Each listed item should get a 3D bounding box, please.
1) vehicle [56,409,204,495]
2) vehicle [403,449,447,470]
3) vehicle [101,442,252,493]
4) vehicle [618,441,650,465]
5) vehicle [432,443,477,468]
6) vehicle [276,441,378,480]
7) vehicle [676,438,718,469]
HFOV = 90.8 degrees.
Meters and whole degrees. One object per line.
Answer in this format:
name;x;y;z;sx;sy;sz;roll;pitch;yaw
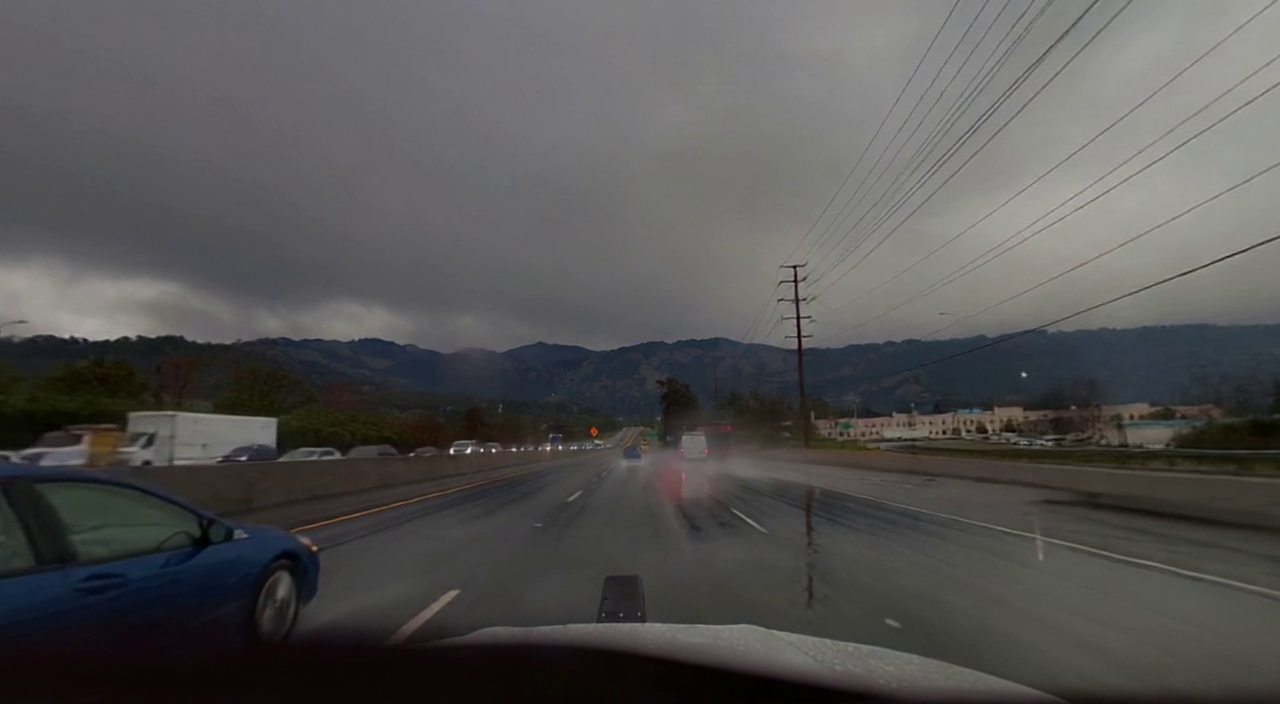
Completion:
vehicle;-25.670;5.053;32.215;2.968;3.977;5.142;0;-9;0
vehicle;-16.932;8.475;49.941;1.957;1.516;3.844;0;-9;2
vehicle;-21.363;5.326;29.644;2.258;2.068;6.386;0;-9;0
vehicle;-0.451;7.632;47.991;2.325;1.712;4.592;0;-9;0
vehicle;-13.893;7.758;47.537;1.962;1.792;4.576;0;-9;0
vehicle;-13.306;4.632;27.240;1.934;1.522;4.697;0;-9;1
vehicle;3.437;6.218;38.916;2.036;1.796;4.470;0;-9;-2
